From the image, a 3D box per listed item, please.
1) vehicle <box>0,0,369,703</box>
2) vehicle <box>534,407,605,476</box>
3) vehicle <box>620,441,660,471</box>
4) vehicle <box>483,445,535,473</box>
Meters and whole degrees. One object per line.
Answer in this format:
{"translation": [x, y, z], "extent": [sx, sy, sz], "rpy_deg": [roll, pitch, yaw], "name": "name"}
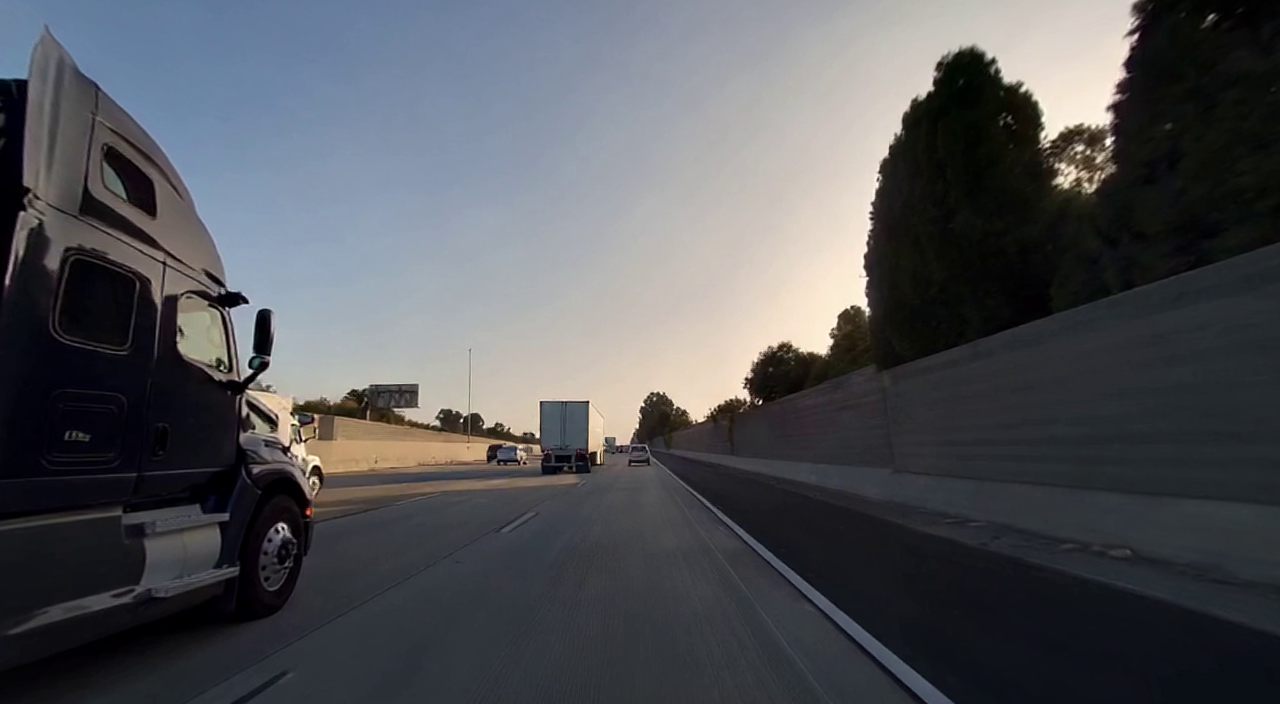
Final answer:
{"translation": [-3.793, -0.107, 0.268], "extent": [3.025, 3.266, 9.256], "rpy_deg": [0, -9, 1], "name": "vehicle"}
{"translation": [-3.730, 5.088, 35.641], "extent": [2.956, 3.331, 9.575], "rpy_deg": [0, -9, 0], "name": "vehicle"}
{"translation": [0.031, 6.014, 36.674], "extent": [2.178, 1.640, 4.071], "rpy_deg": [0, -9, 1], "name": "vehicle"}
{"translation": [-7.246, 5.945, 35.188], "extent": [1.962, 1.489, 4.002], "rpy_deg": [0, -9, 1], "name": "vehicle"}
